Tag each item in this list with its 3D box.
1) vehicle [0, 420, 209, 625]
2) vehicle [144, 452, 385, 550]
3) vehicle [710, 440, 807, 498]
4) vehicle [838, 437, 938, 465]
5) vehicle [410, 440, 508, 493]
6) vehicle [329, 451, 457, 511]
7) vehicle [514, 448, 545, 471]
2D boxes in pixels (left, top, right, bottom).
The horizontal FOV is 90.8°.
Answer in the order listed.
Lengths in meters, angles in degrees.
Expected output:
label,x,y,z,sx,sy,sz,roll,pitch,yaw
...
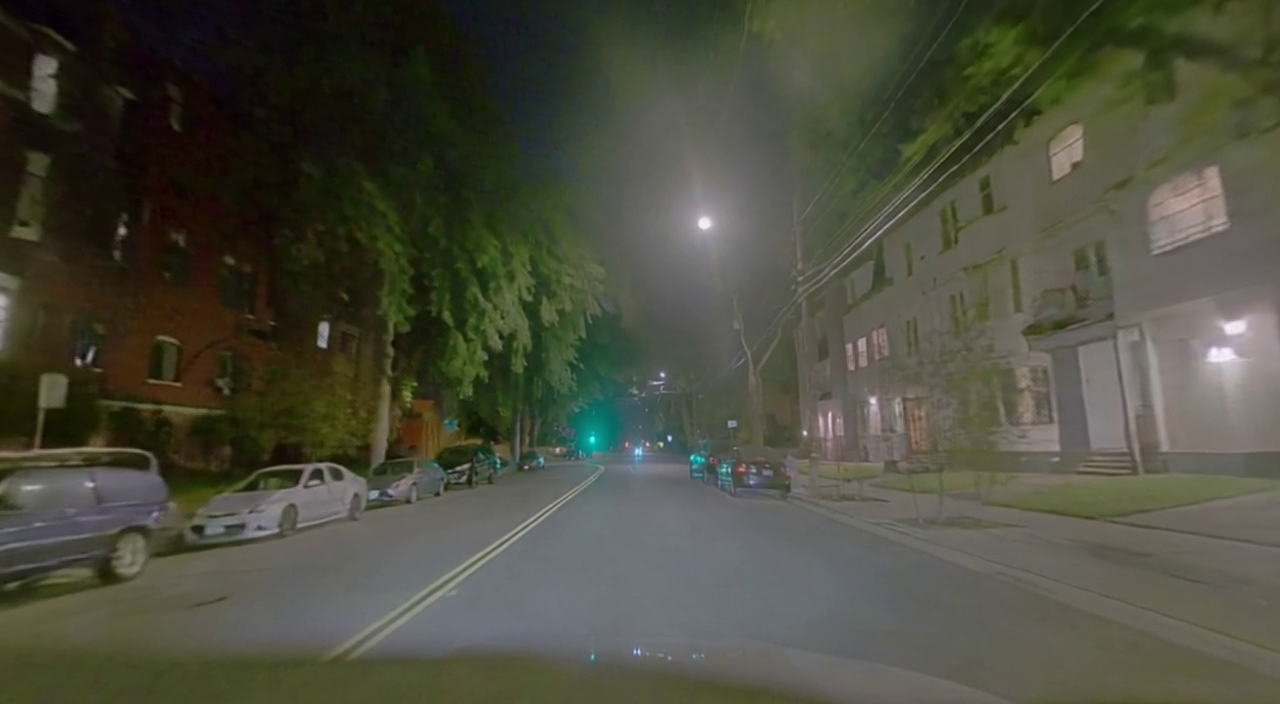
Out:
label,x,y,z,sx,sy,sz,roll,pitch,yaw
vehicle,-6.738,1.620,6.241,1.963,1.820,4.297,0,-8,-2
vehicle,-6.853,2.713,12.285,1.860,1.469,4.573,0,-8,0
vehicle,3.288,3.342,18.479,1.869,1.453,4.237,0,-8,-2
vehicle,16.122,6.464,41.278,5.662,1.761,2.050,0,-8,0
vehicle,-6.806,4.350,24.475,2.151,1.789,5.482,0,-8,0
vehicle,-6.885,3.604,18.209,1.854,1.460,4.582,0,-8,-1
vehicle,-7.699,7.500,44.237,1.902,1.456,4.451,1,-9,-7
